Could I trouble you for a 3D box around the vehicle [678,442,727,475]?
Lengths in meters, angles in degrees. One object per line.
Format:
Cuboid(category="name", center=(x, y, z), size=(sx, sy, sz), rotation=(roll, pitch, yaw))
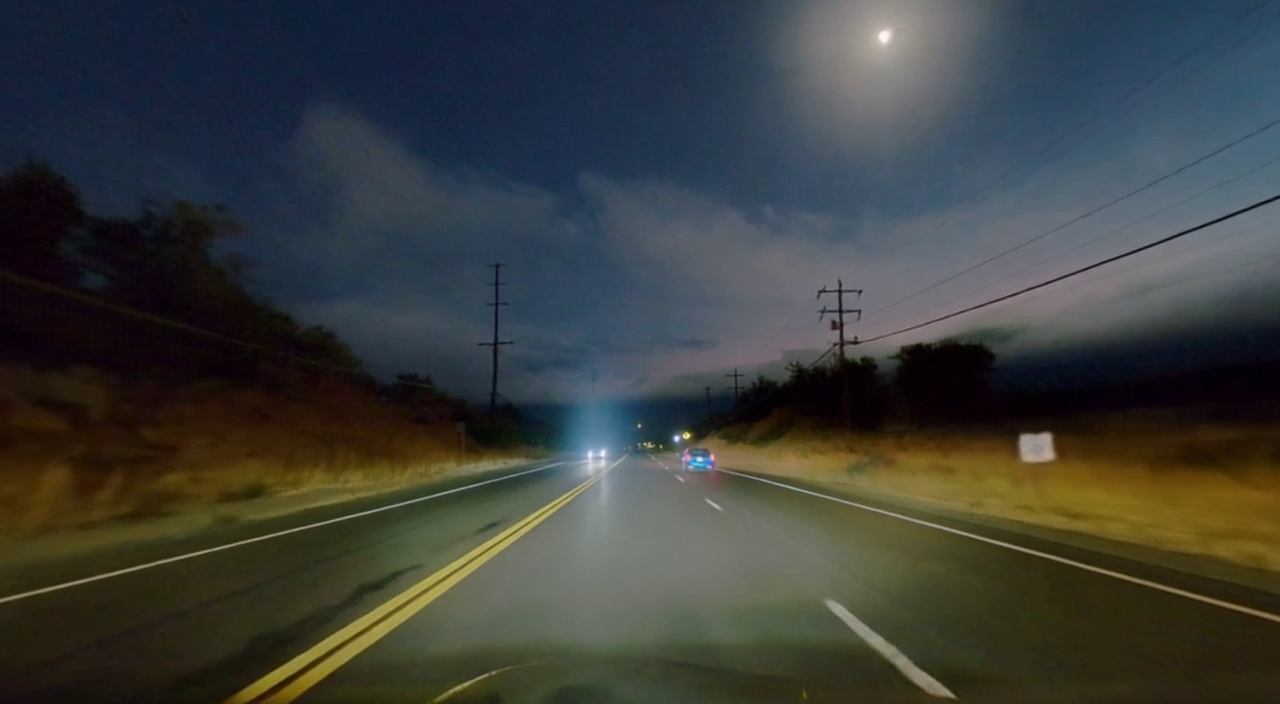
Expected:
Cuboid(category="vehicle", center=(3.330, 5.756, 34.382), size=(2.135, 1.692, 4.185), rotation=(0, -9, -1))
